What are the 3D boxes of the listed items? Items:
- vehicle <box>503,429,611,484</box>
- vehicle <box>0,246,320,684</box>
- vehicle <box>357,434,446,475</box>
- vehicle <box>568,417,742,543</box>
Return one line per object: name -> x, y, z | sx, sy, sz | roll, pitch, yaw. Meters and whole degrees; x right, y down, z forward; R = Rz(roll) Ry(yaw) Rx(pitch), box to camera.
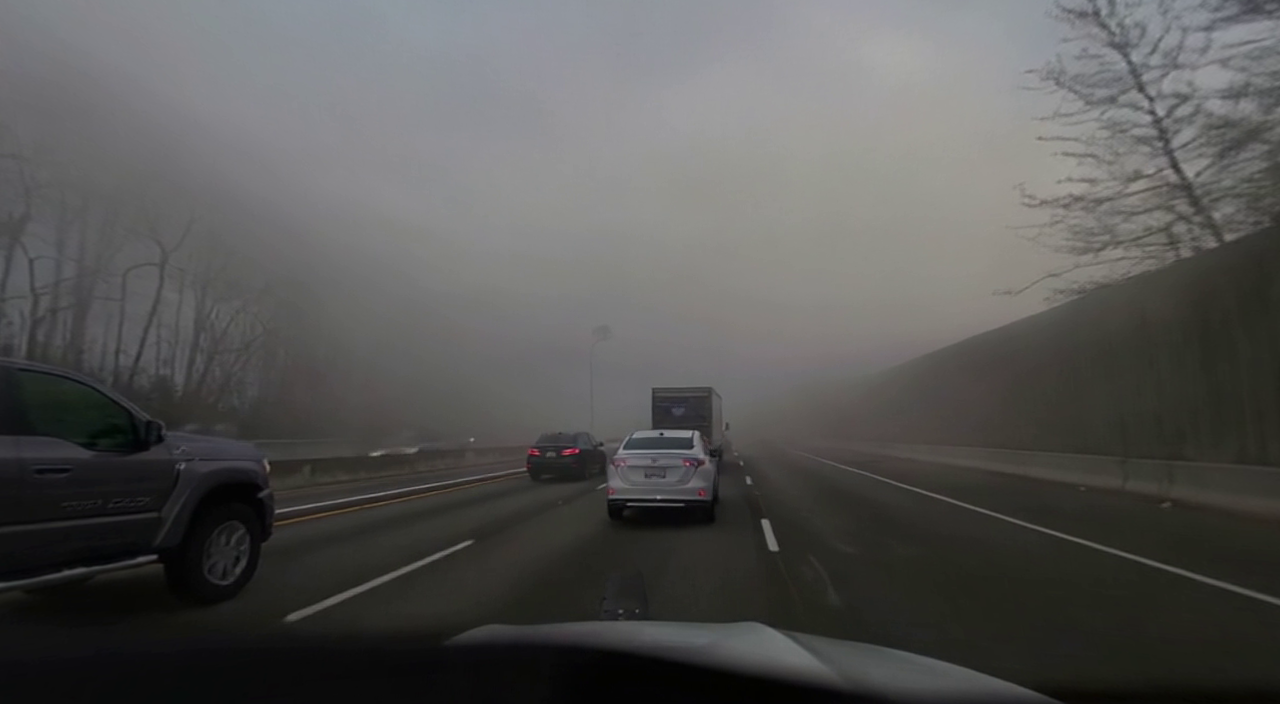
vehicle -> -2.329, 3.090, 18.993 | 2.087, 1.457, 4.313 | -1, -8, 9
vehicle -> -4.799, 0.631, 3.537 | 2.386, 2.435, 5.831 | -1, -8, 7
vehicle -> -9.634, 4.138, 25.740 | 1.797, 1.531, 3.799 | -1, -8, 7
vehicle -> 0.490, 1.825, 9.748 | 2.089, 1.485, 4.153 | -1, -8, 10
